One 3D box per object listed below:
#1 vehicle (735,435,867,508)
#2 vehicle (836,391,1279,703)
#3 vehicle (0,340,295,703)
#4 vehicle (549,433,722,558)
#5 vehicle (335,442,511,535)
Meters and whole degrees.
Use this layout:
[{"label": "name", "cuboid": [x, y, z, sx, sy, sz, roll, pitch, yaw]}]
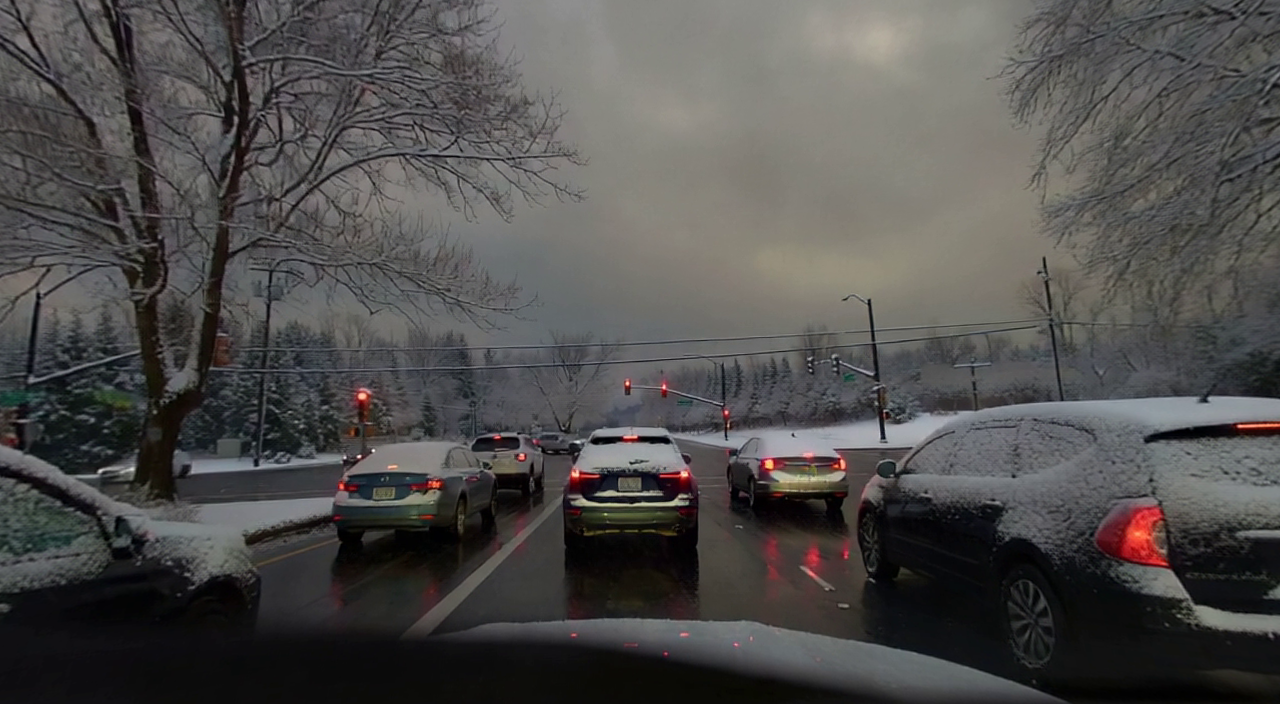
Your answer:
[{"label": "vehicle", "cuboid": [3.652, 2.779, 15.246, 1.922, 1.472, 4.440, 0, -8, -1]}, {"label": "vehicle", "cuboid": [3.395, 1.305, 5.411, 1.933, 1.564, 4.600, 0, -8, 0]}, {"label": "vehicle", "cuboid": [-3.654, 0.836, 2.542, 2.047, 1.764, 4.369, 0, -8, 0]}, {"label": "vehicle", "cuboid": [-0.071, 2.008, 9.594, 2.061, 1.470, 3.970, 0, -8, 0]}, {"label": "vehicle", "cuboid": [-3.919, 2.503, 12.335, 1.919, 1.459, 4.371, 0, -8, -1]}]
